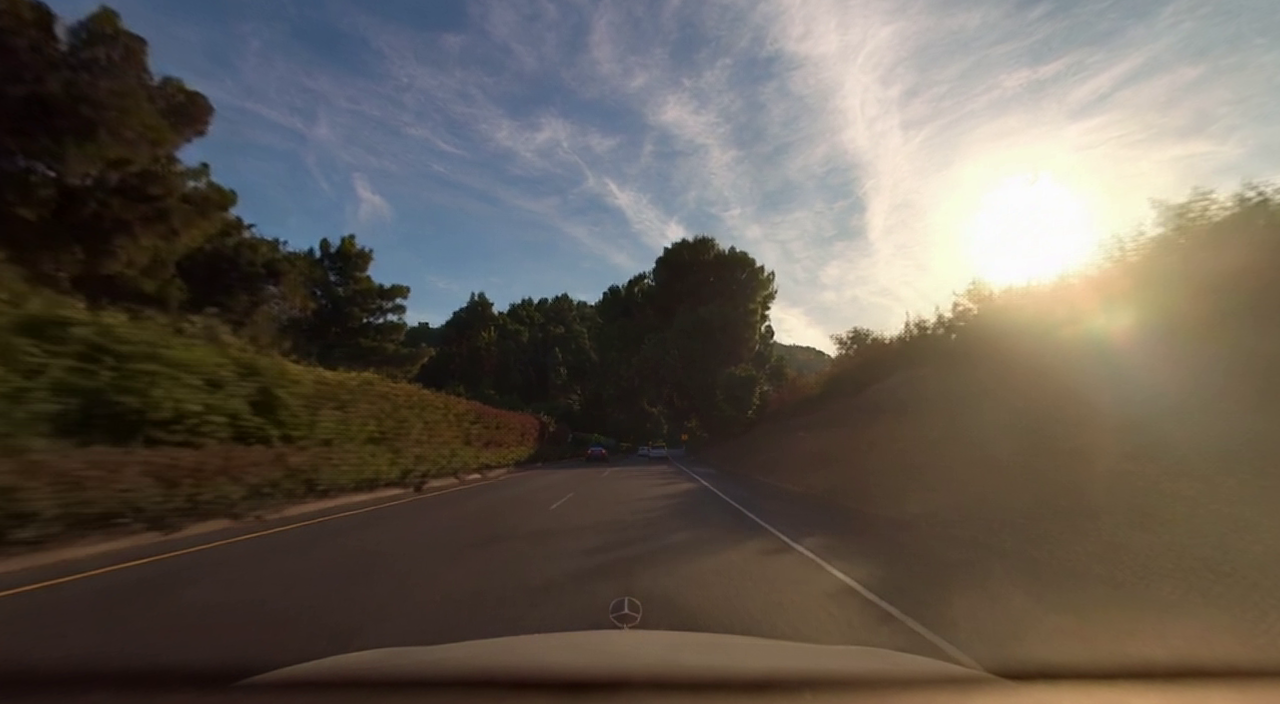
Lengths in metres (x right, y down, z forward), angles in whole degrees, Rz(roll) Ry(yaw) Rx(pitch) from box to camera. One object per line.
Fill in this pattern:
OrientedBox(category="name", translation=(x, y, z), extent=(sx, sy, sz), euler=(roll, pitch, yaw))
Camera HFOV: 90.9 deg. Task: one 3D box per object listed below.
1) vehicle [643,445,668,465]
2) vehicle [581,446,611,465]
OrientedBox(category="vehicle", translation=(1.191, 8.069, 49.547), extent=(1.934, 1.488, 3.832), euler=(0, -9, 1))
OrientedBox(category="vehicle", translation=(-3.448, 8.160, 49.828), extent=(2.033, 1.449, 3.957), euler=(0, -9, 1))
